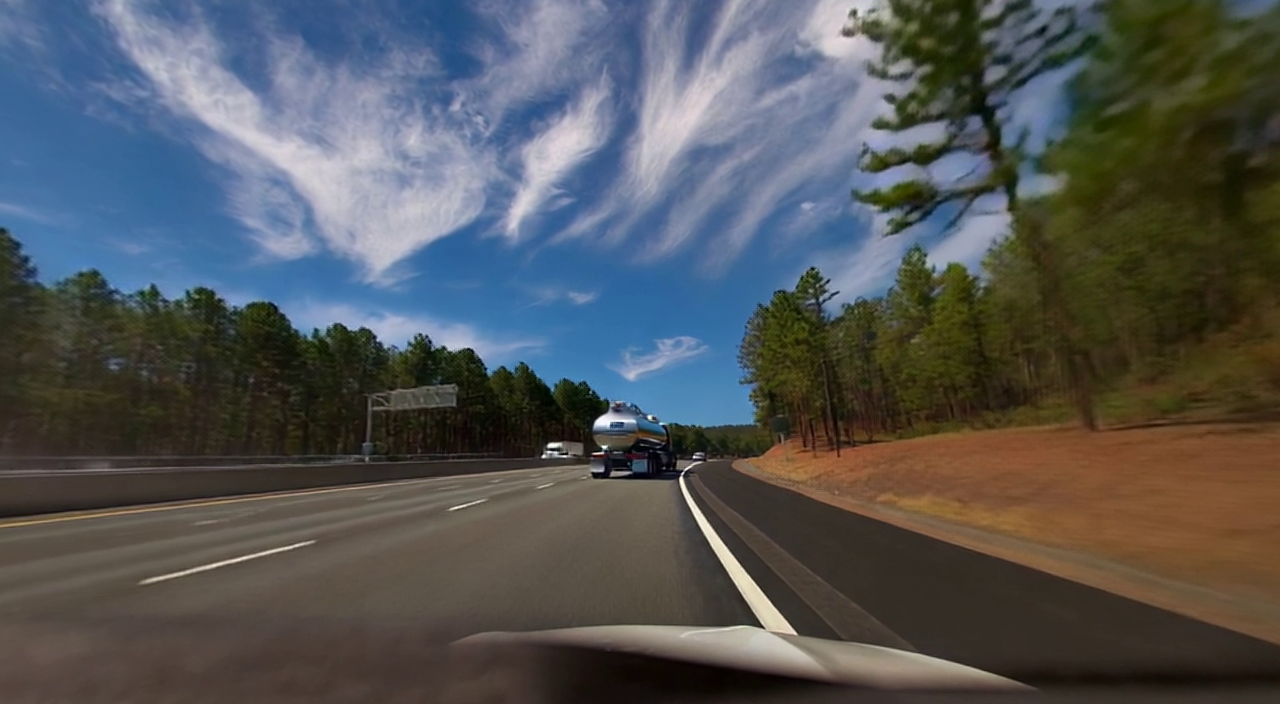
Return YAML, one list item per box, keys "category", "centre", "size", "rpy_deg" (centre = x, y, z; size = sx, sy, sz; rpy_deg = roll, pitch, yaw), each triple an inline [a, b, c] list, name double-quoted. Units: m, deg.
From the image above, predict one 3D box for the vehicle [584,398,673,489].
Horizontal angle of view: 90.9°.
- category: "vehicle"
  centre: [-0.134, 4.747, 32.838]
  size: [2.907, 3.747, 13.318]
  rpy_deg: [-1, -8, 6]
